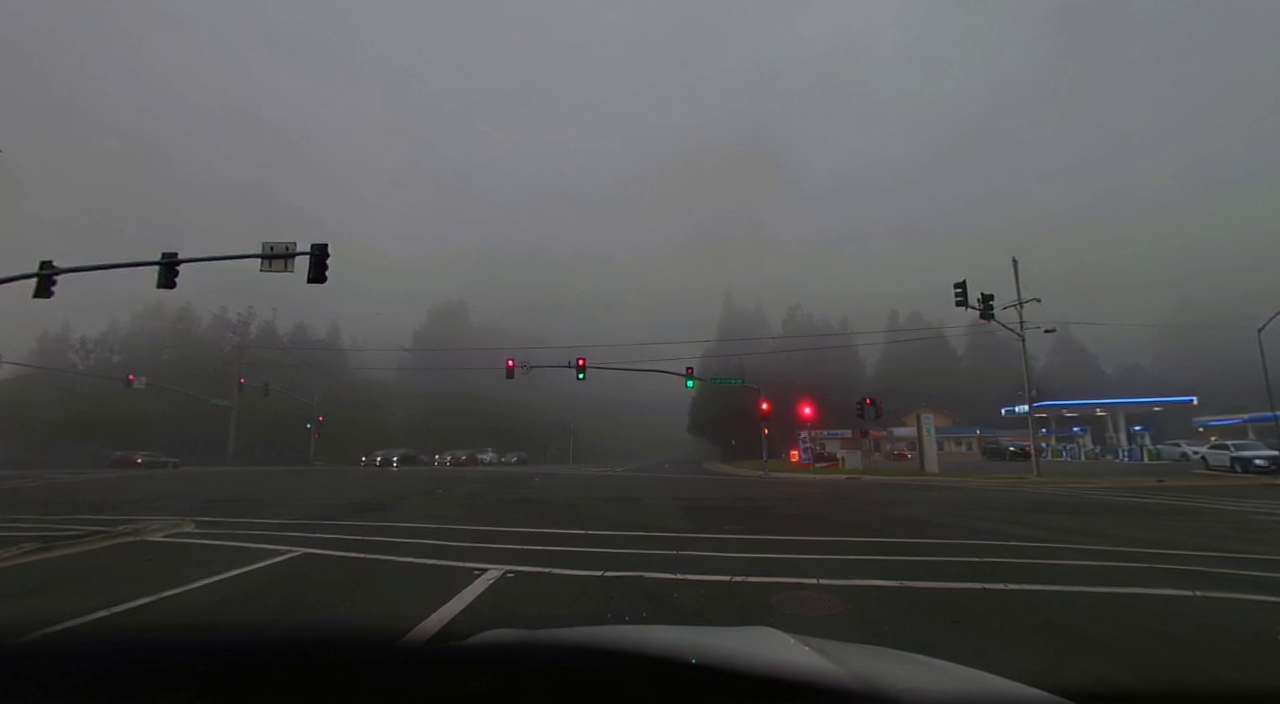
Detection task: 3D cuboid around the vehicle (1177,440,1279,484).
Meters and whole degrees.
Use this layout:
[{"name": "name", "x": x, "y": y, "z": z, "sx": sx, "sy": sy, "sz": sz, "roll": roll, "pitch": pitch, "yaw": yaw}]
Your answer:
[{"name": "vehicle", "x": 22.090, "y": 3.781, "z": 21.836, "sx": 4.716, "sy": 1.455, "sz": 2.060, "roll": -3, "pitch": -9, "yaw": 17}]
